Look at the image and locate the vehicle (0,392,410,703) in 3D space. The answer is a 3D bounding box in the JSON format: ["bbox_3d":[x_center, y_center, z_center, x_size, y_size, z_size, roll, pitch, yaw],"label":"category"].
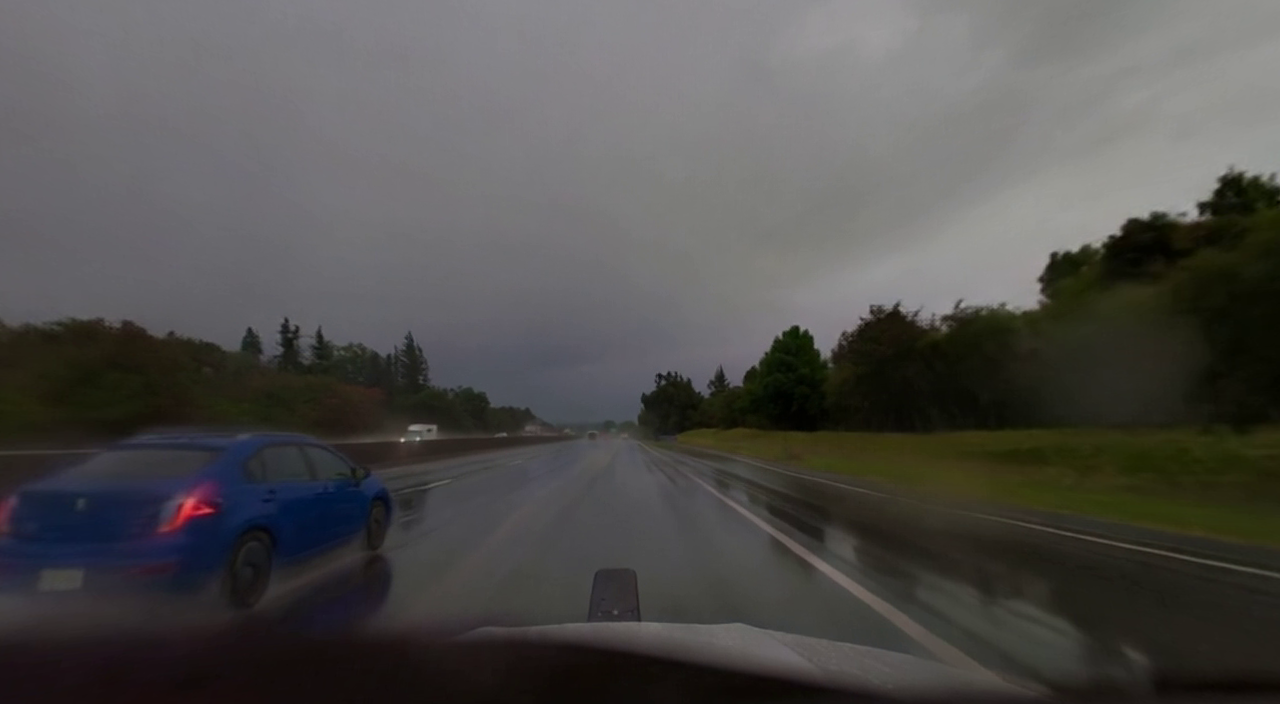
[{"bbox_3d":[-3.712,1.240,5.178,2.026,1.517,4.325,0,-8,-1],"label":"vehicle"}]
